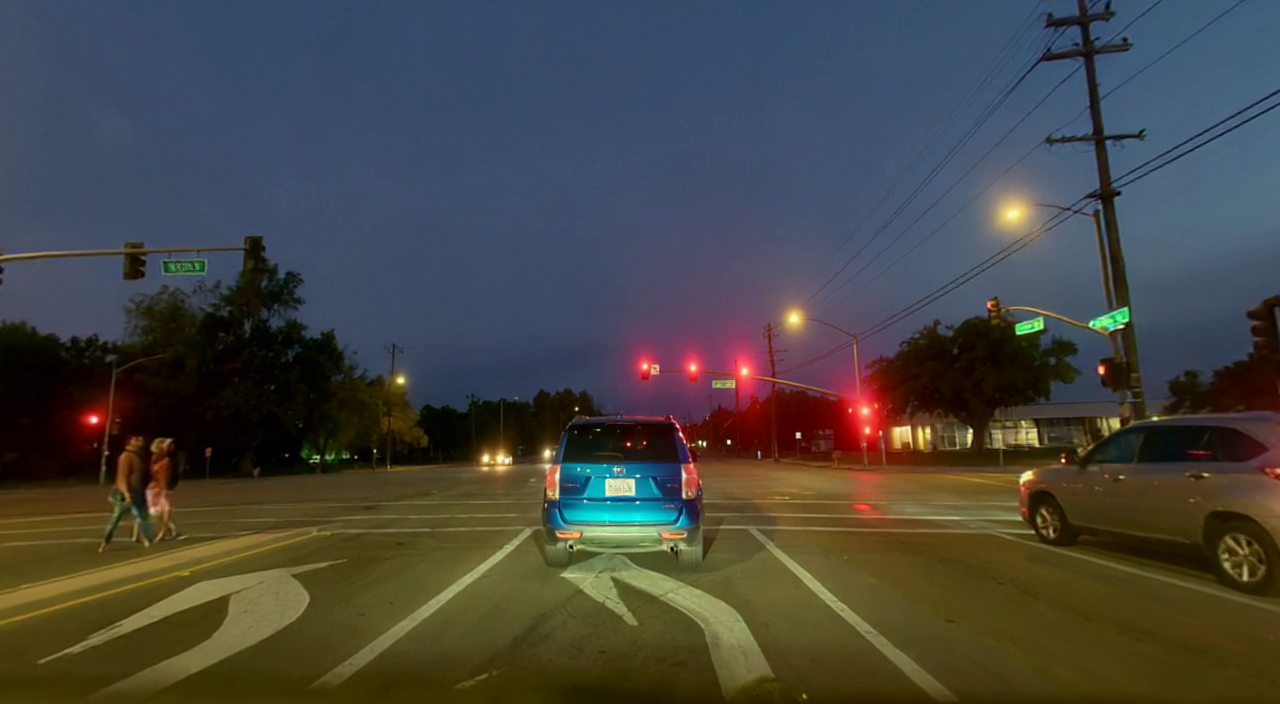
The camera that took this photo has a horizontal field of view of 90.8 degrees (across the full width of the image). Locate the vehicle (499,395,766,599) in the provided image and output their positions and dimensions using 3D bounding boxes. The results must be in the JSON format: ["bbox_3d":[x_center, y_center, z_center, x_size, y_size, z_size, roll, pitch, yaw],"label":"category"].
[{"bbox_3d":[-0.102,1.561,7.637,2.285,1.729,4.252,0,-9,-1],"label":"vehicle"}]

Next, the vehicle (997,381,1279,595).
[{"bbox_3d":[6.585,1.439,7.248,2.119,1.827,4.806,0,-9,0],"label":"vehicle"}]
